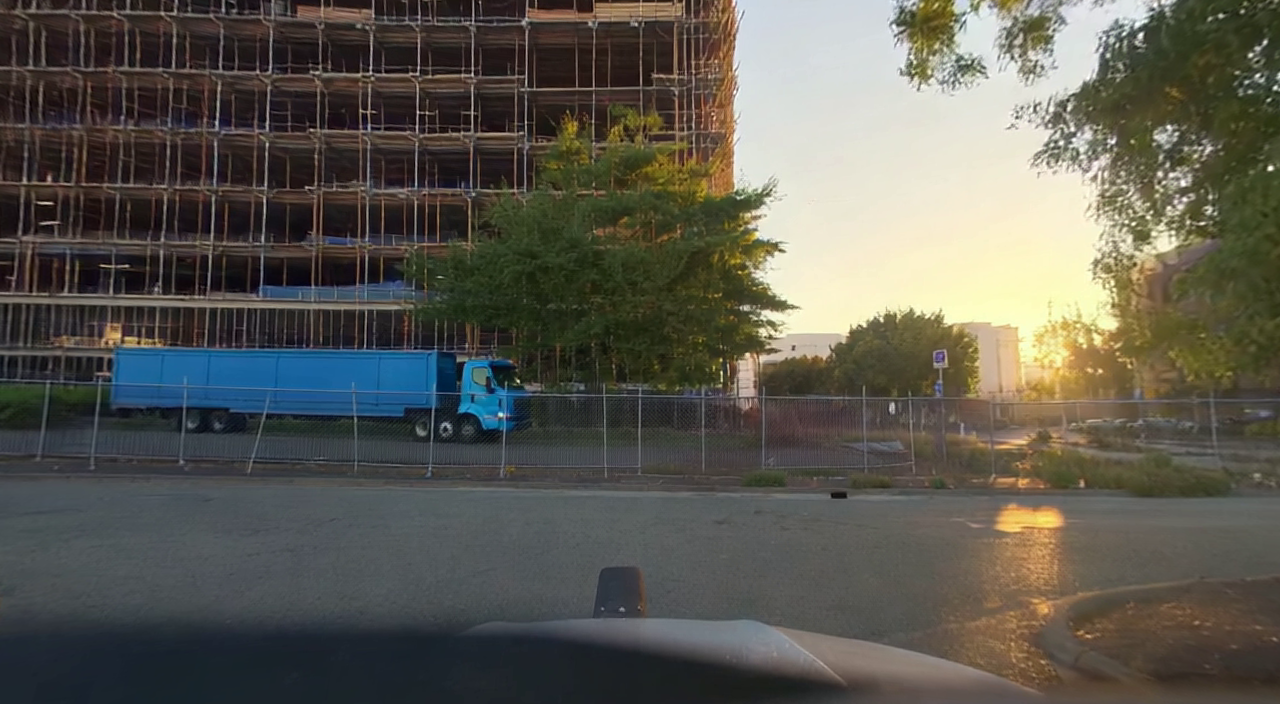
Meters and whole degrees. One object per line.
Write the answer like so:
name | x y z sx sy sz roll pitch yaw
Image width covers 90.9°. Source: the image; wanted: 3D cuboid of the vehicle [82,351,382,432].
vehicle | -22.778 2.452 36.414 14.067 4.099 2.832 3 -7 -15
